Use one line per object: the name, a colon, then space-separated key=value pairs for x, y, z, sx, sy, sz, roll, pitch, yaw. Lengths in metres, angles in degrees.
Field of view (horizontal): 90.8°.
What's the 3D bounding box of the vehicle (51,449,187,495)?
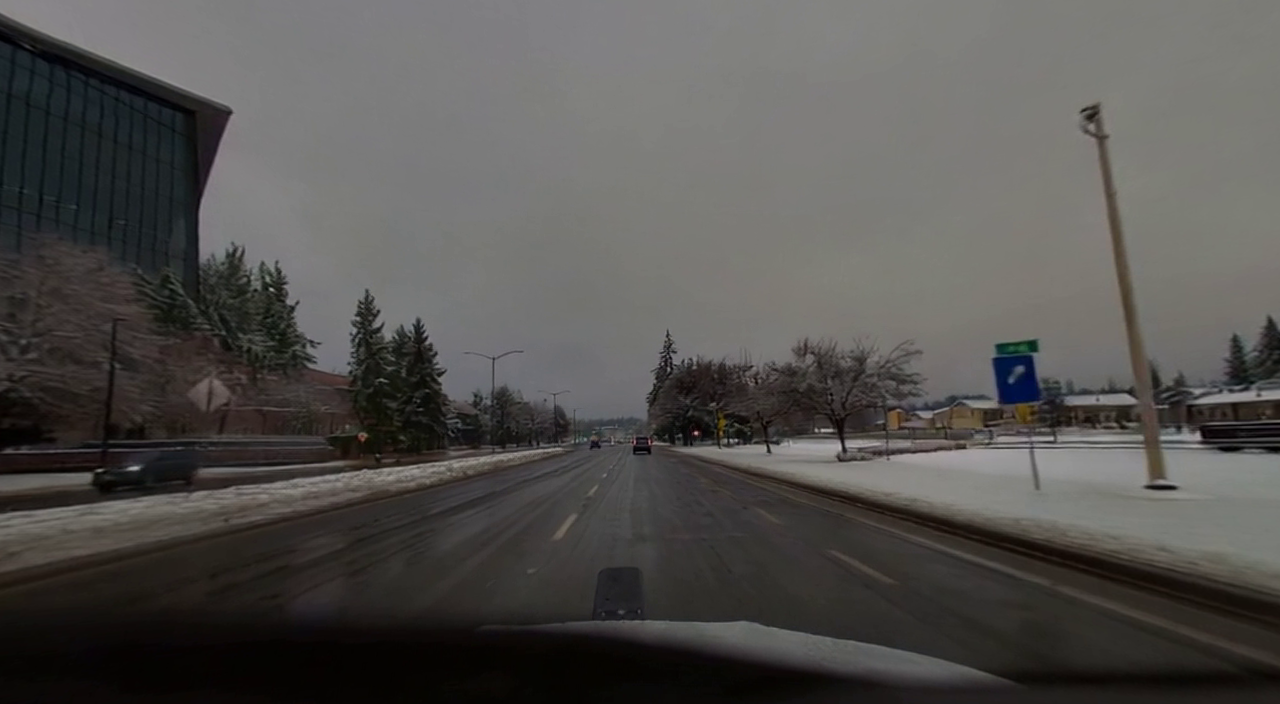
vehicle: x=-20.754 y=4.759 z=25.466 sx=1.835 sy=1.606 sz=4.289 roll=0 pitch=-8 yaw=-1
